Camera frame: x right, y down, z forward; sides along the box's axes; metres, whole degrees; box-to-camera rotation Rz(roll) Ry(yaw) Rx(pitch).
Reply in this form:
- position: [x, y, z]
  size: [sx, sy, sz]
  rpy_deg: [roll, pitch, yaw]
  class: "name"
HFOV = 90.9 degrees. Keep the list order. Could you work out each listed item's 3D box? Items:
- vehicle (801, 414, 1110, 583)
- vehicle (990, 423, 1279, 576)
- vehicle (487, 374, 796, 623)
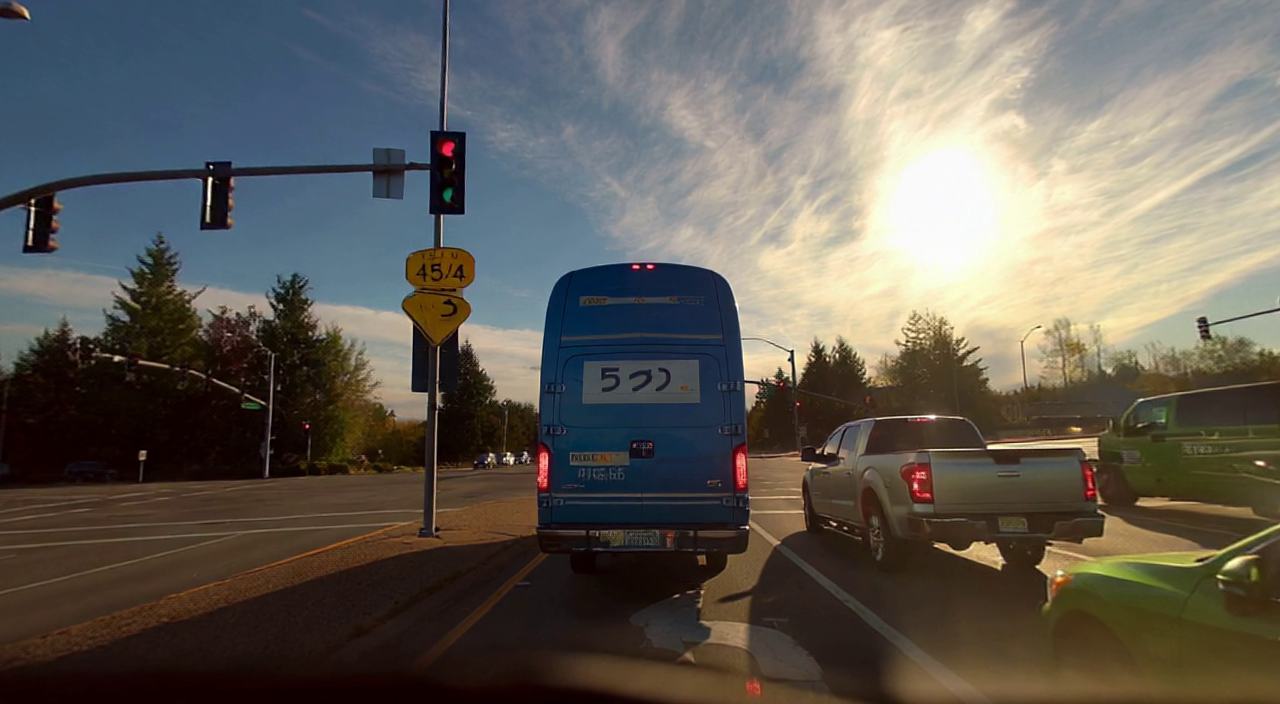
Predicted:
- position: [3.577, 1.719, 8.187]
  size: [1.981, 1.616, 4.006]
  rpy_deg: [0, -8, 1]
  class: "vehicle"
- position: [6.829, 1.740, 8.281]
  size: [1.973, 1.470, 4.228]
  rpy_deg: [0, -8, 0]
  class: "vehicle"
- position: [0.037, 1.469, 7.327]
  size: [2.326, 1.880, 4.964]
  rpy_deg: [0, -8, 1]
  class: "vehicle"
